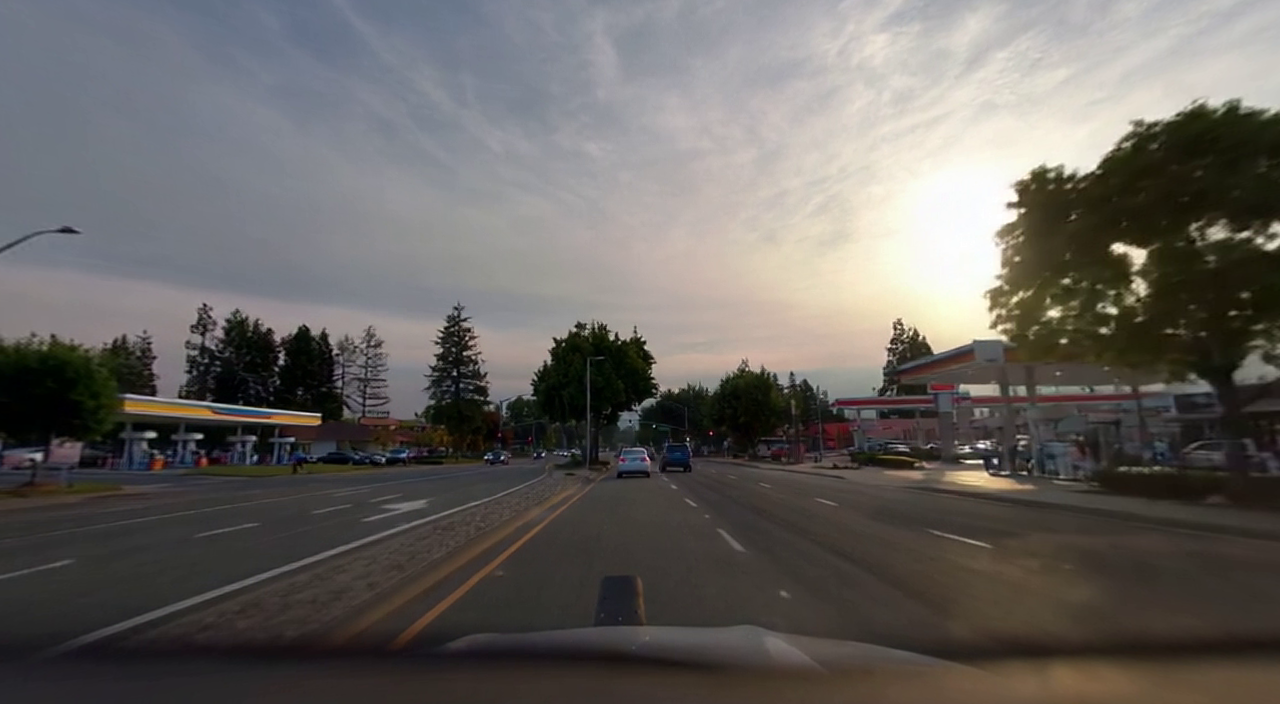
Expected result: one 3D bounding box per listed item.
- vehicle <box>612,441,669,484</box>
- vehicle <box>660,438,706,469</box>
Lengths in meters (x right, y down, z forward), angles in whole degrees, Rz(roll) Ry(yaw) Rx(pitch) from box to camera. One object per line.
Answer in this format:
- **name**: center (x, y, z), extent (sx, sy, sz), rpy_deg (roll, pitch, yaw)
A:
- **vehicle**: center (-0.009, 4.429, 25.583), extent (2.145, 1.572, 4.021), rpy_deg (0, -9, -1)
- **vehicle**: center (2.990, 7.241, 45.141), extent (2.731, 2.101, 6.047), rpy_deg (0, -9, -2)
